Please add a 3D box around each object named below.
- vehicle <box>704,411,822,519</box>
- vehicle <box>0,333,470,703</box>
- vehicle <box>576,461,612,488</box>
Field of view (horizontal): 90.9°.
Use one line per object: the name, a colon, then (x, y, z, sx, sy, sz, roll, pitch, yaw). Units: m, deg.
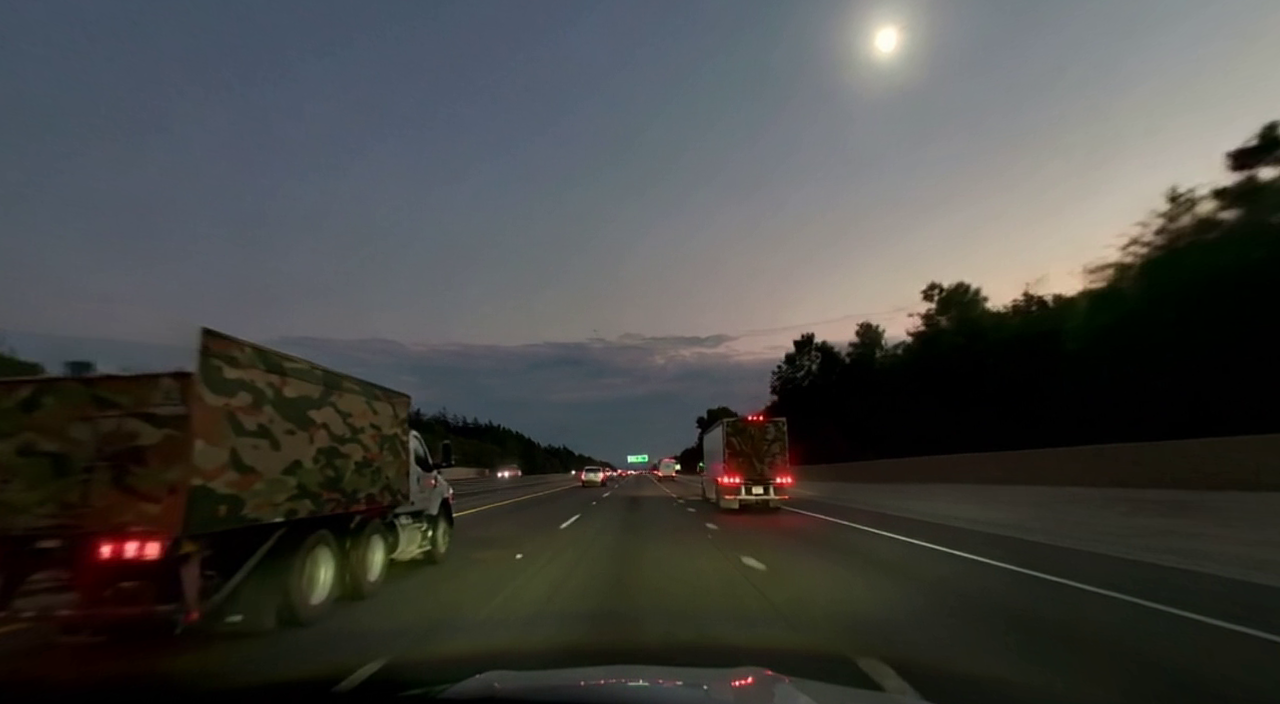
vehicle: (3.747, 3.657, 20.469, 2.703, 2.988, 5.097, 1, -10, -1)
vehicle: (-3.400, 1.314, 5.553, 2.378, 1.930, 5.086, 1, -10, 0)
vehicle: (-3.273, 8.921, 45.941, 2.204, 1.852, 4.661, 1, -10, 1)
